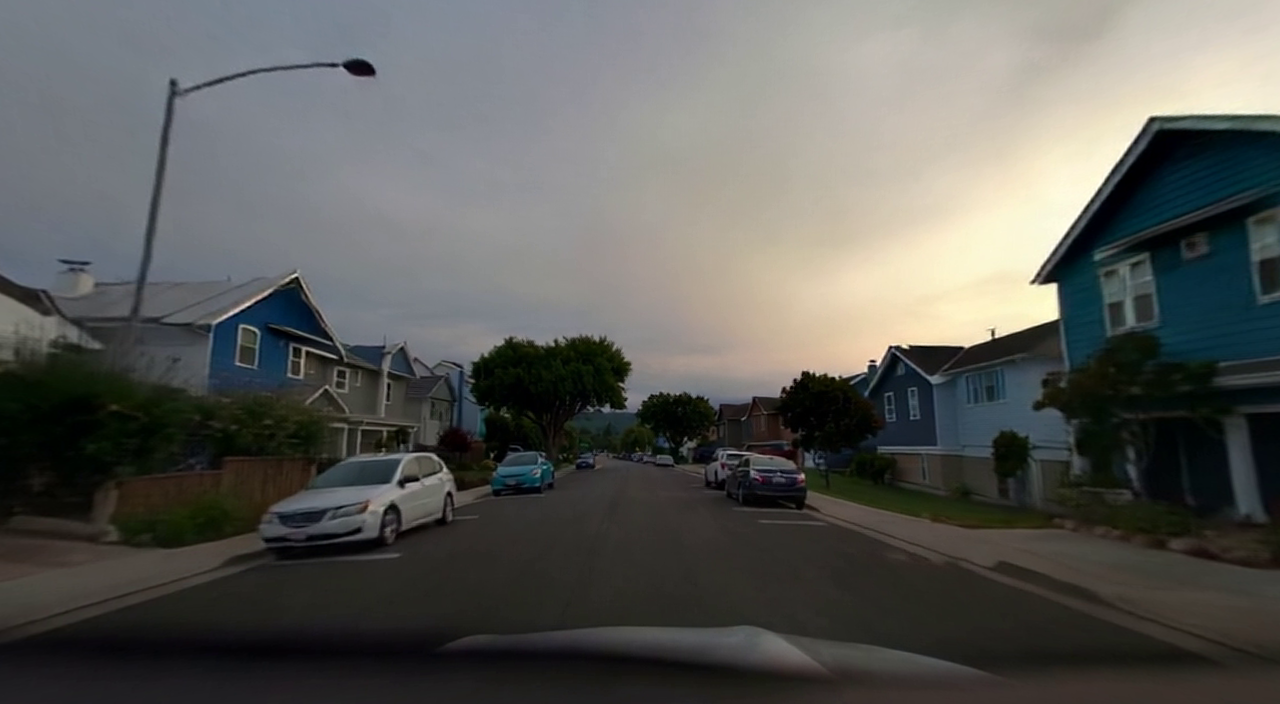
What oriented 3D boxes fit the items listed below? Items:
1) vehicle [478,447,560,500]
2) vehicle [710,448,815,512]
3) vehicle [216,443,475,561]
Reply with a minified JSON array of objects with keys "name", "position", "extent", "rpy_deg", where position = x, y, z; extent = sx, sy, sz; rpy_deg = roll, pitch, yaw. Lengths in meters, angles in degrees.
[{"name":"vehicle","position":[-4.150,4.222,22.385],"extent":[2.089,1.508,4.537],"rpy_deg":[2,-7,-1]},{"name":"vehicle","position":[3.143,3.355,17.095],"extent":[1.888,1.484,4.476],"rpy_deg":[0,-9,-1]},{"name":"vehicle","position":[-4.445,2.311,10.709],"extent":[2.020,1.470,5.300],"rpy_deg":[0,-9,-2]}]
